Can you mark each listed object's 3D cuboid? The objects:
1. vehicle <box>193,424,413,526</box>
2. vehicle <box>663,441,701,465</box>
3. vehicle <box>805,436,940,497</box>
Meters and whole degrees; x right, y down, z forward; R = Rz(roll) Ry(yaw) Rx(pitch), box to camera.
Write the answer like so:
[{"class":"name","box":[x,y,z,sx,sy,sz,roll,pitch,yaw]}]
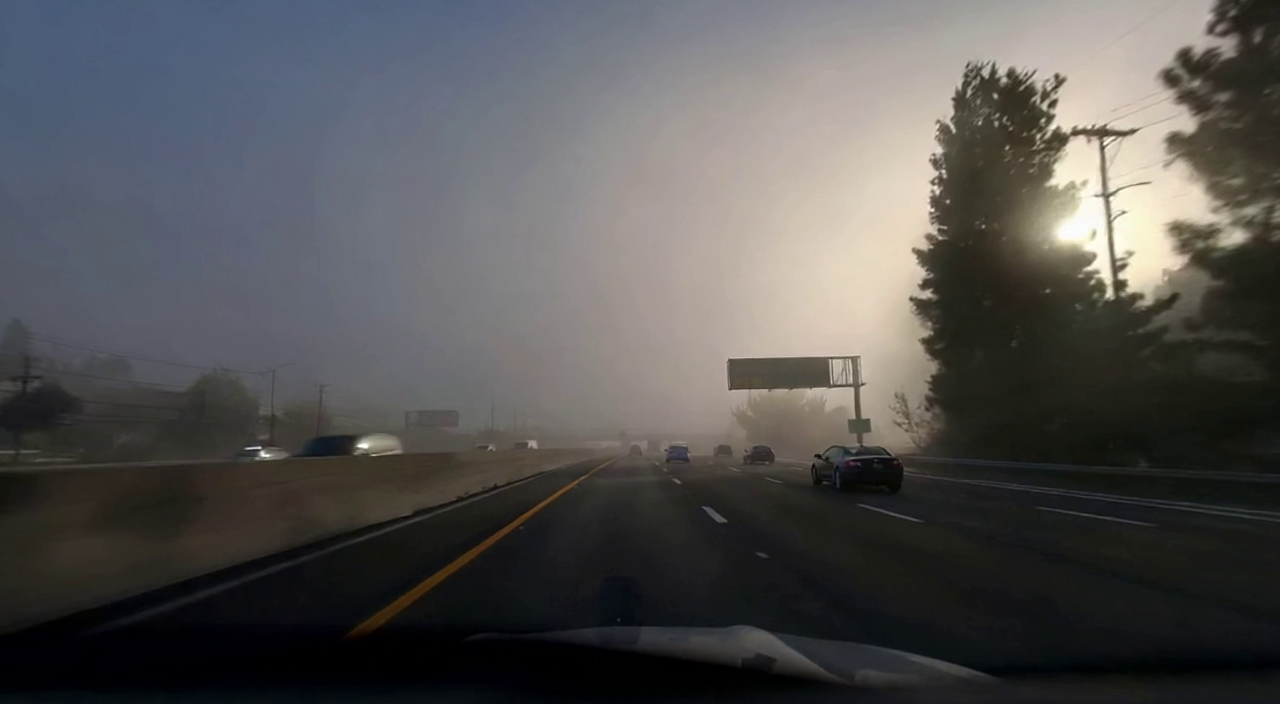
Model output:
[{"class":"vehicle","box":[-6.643,2.463,13.222,2.022,1.737,4.546,0,-8,1]},{"class":"vehicle","box":[2.658,6.599,41.423,1.993,1.507,4.594,0,-8,-2]},{"class":"vehicle","box":[6.309,3.153,17.830,1.952,1.489,4.483,0,-8,-2]}]
